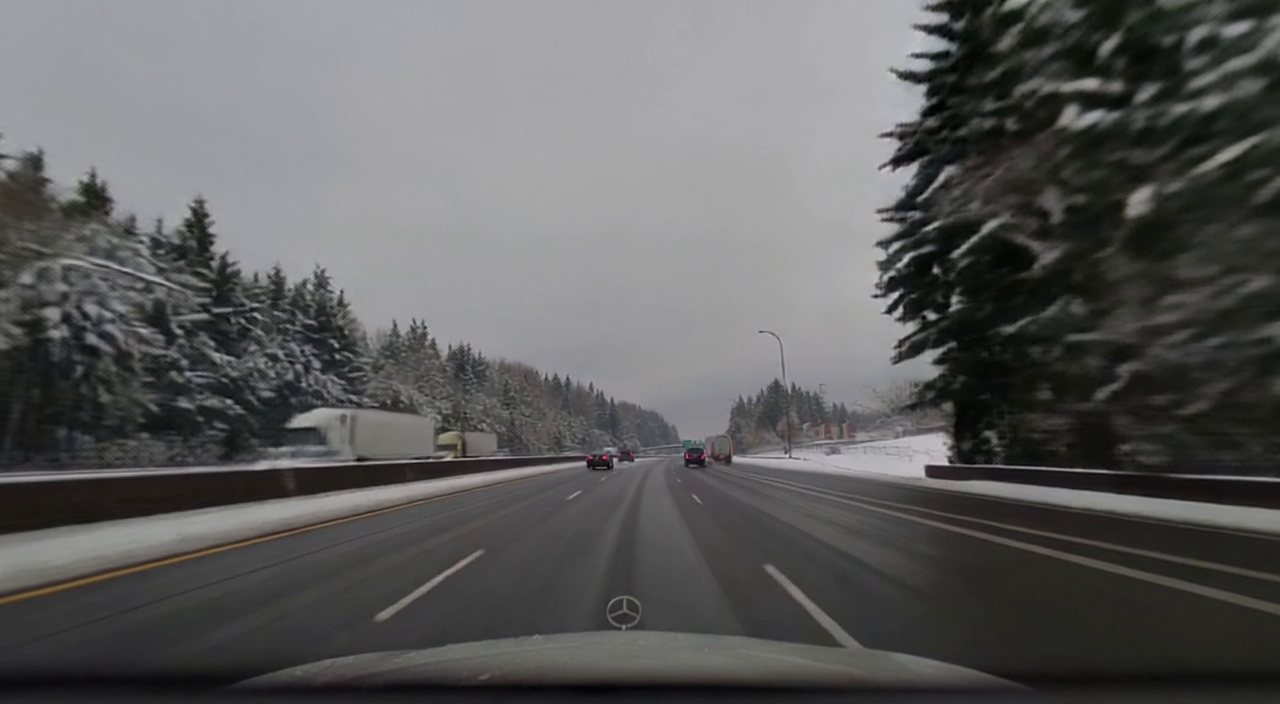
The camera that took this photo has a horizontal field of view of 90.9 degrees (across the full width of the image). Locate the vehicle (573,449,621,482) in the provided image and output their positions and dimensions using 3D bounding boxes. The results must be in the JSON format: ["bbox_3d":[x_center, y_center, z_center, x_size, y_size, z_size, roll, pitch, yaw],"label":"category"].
[{"bbox_3d":[-2.096,5.704,31.842,2.035,1.513,4.272,0,-9,1],"label":"vehicle"}]

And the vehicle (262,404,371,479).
[{"bbox_3d":[-18.357,5.181,36.249,2.990,3.877,5.797,0,-9,1],"label":"vehicle"}]
